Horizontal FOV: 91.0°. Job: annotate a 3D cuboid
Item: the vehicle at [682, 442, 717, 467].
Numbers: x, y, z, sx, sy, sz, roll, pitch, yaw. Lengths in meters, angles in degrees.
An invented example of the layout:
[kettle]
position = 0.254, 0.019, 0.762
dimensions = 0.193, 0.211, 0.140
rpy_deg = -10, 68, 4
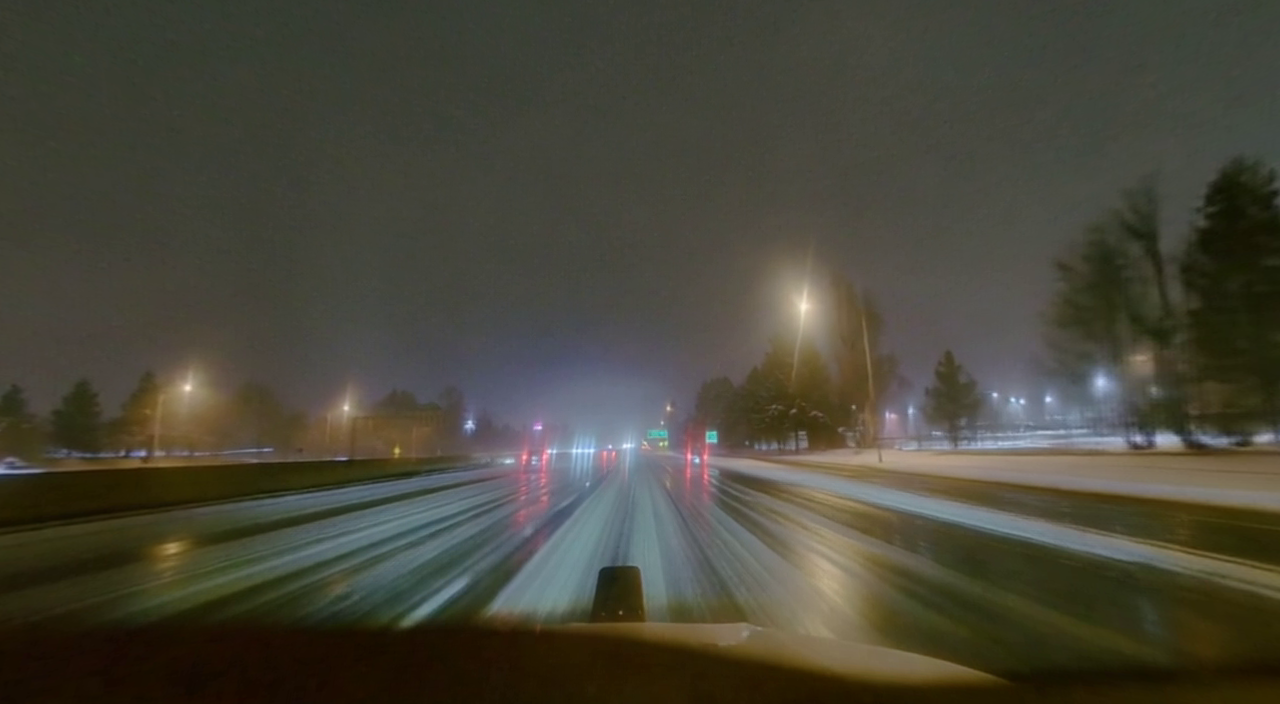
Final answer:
[vehicle]
position = 4.265, 7.457, 45.861
dimensions = 2.047, 1.662, 4.243
rpy_deg = 0, -9, -1
